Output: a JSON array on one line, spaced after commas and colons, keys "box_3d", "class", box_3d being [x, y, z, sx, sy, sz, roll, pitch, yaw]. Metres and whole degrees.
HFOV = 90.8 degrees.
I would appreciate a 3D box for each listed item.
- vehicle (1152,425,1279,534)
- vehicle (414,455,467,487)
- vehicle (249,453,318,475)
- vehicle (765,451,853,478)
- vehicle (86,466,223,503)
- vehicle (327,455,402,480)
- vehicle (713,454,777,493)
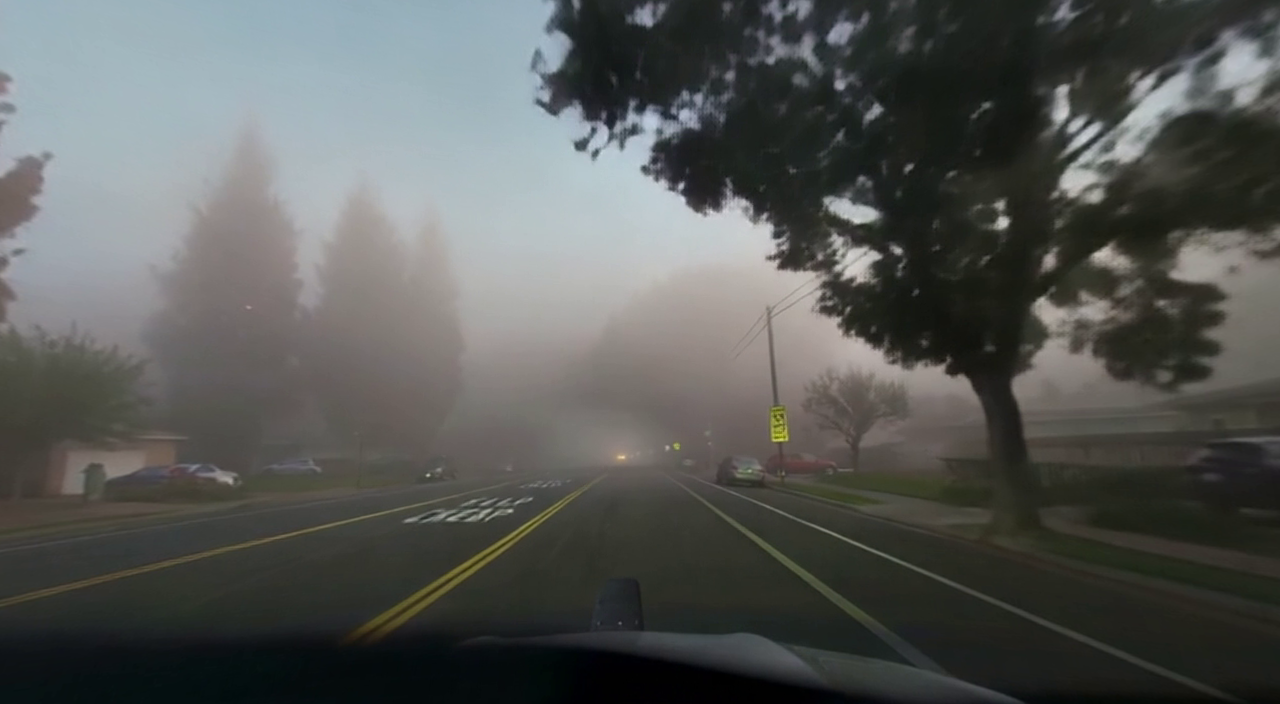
[{"box_3d": [11.198, 1.939, 9.948, 4.596, 1.527, 1.858, 0, -9, 0], "class": "vehicle"}, {"box_3d": [-13.020, 7.768, 41.569, 2.049, 1.782, 4.460, -4, -8, 0], "class": "vehicle"}, {"box_3d": [-26.902, 8.480, 47.750, 4.073, 1.502, 1.822, -1, -9, -2], "class": "vehicle"}, {"box_3d": [9.797, 6.555, 36.900, 4.501, 1.502, 1.975, 0, -9, -1], "class": "vehicle"}, {"box_3d": [-21.596, 5.884, 28.265, 4.413, 1.477, 2.100, -1, -9, 1], "class": "vehicle"}, {"box_3d": [-20.649, 8.671, 47.495, 4.744, 1.752, 2.008, 1, -9, -7], "class": "vehicle"}, {"box_3d": [4.396, 5.146, 27.090, 1.970, 1.455, 4.233, 0, -9, -1], "class": "vehicle"}]
